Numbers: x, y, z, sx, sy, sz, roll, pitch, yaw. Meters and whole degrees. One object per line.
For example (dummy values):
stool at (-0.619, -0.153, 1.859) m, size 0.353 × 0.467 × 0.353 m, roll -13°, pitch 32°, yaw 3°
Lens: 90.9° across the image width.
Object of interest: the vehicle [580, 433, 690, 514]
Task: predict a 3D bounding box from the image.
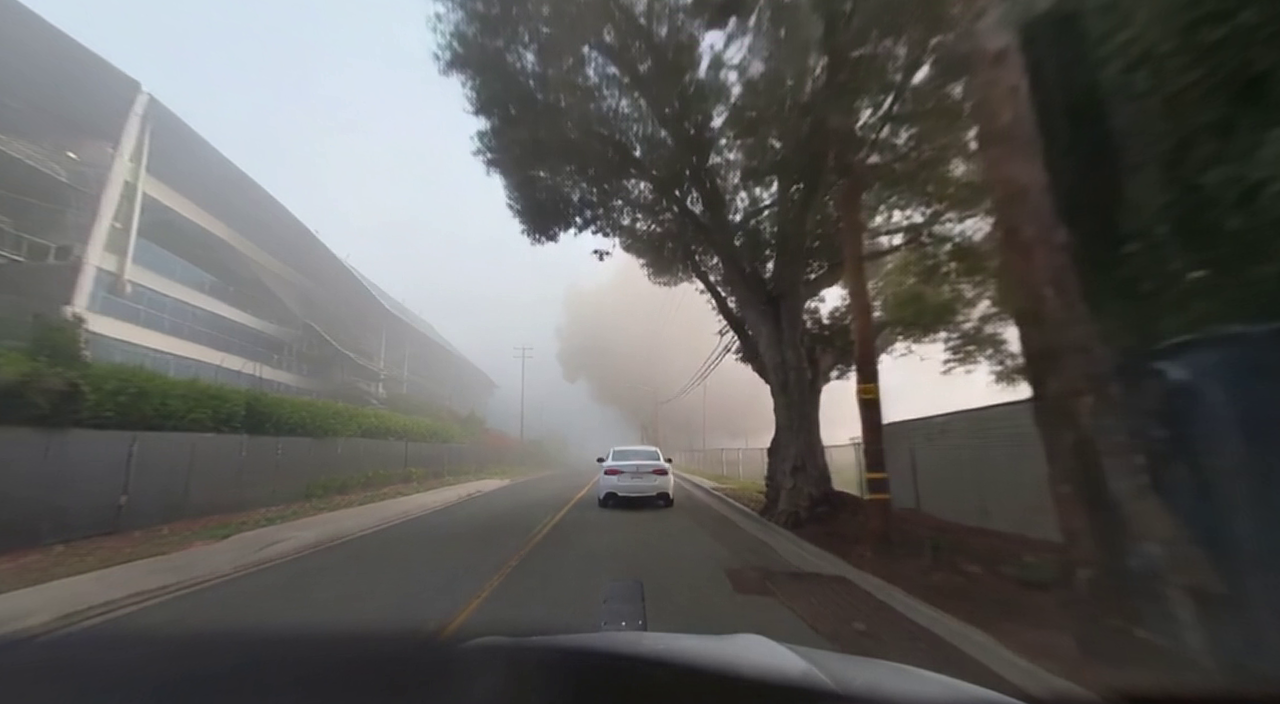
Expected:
vehicle at (-0.142, 2.562, 13.884) m, size 2.060 × 1.487 × 3.920 m, roll 0°, pitch -8°, yaw -1°
